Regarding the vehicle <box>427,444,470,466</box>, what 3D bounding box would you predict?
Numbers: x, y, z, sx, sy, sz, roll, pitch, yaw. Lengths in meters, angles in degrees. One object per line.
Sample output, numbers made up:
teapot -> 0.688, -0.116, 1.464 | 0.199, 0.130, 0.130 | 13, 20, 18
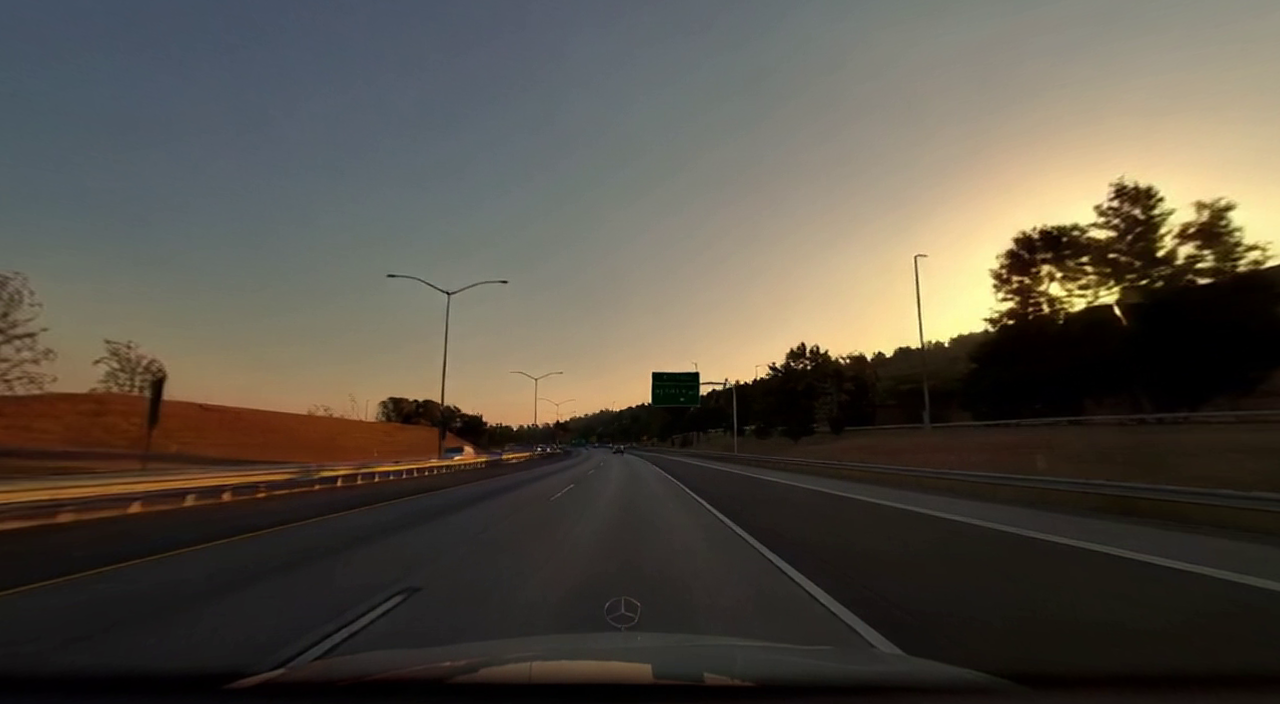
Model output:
vehicle -> -14.304, 7.706, 47.094 | 1.902, 1.563, 4.492 | 0, -9, -1
